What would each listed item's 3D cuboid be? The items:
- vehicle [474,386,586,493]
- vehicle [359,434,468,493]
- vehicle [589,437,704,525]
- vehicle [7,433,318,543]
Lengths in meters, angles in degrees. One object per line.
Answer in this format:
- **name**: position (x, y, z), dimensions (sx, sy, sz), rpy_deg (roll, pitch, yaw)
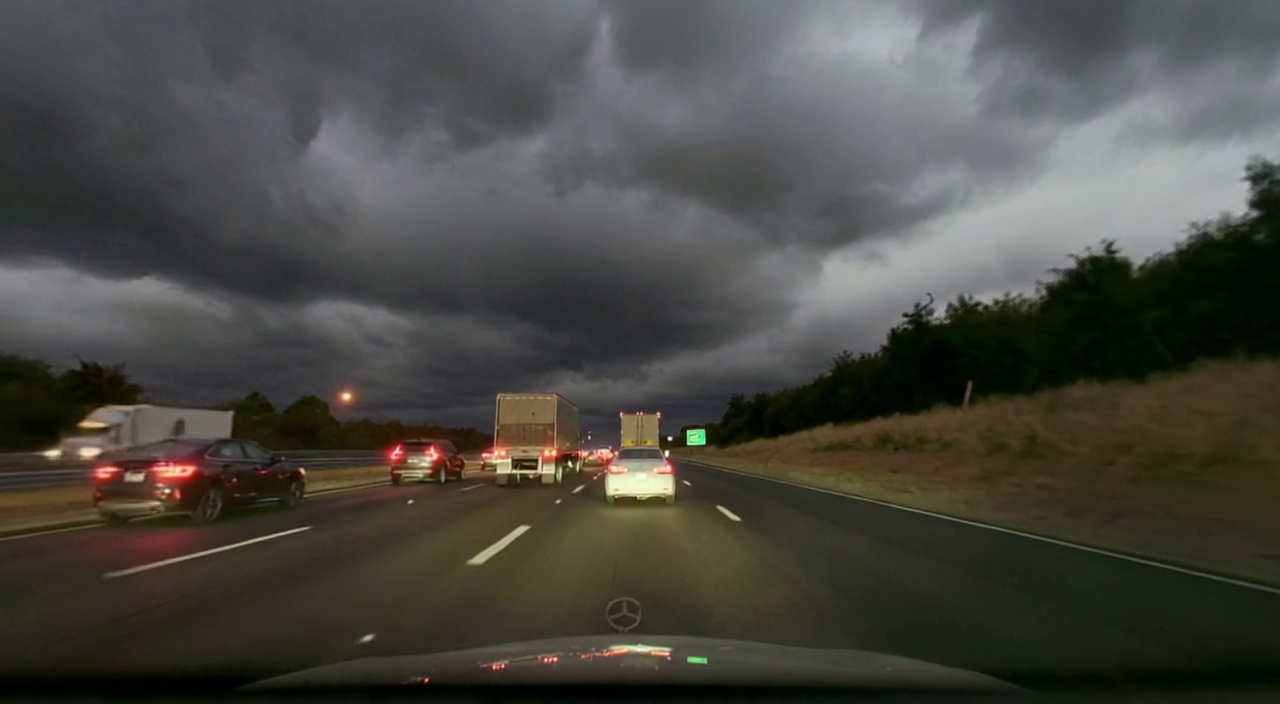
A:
- **vehicle**: position (-3.773, 3.309, 23.599), dimensions (2.812, 3.342, 7.248), rpy_deg (-1, -9, 1)
- **vehicle**: position (-7.388, 3.687, 21.145), dimensions (1.952, 1.746, 4.332), rpy_deg (-1, -9, 1)
- **vehicle**: position (0.072, 2.498, 12.665), dimensions (1.995, 1.495, 3.380), rpy_deg (0, -9, -1)
- **vehicle**: position (-7.926, 2.279, 11.250), dimensions (1.879, 1.521, 4.623), rpy_deg (-1, -9, 1)
